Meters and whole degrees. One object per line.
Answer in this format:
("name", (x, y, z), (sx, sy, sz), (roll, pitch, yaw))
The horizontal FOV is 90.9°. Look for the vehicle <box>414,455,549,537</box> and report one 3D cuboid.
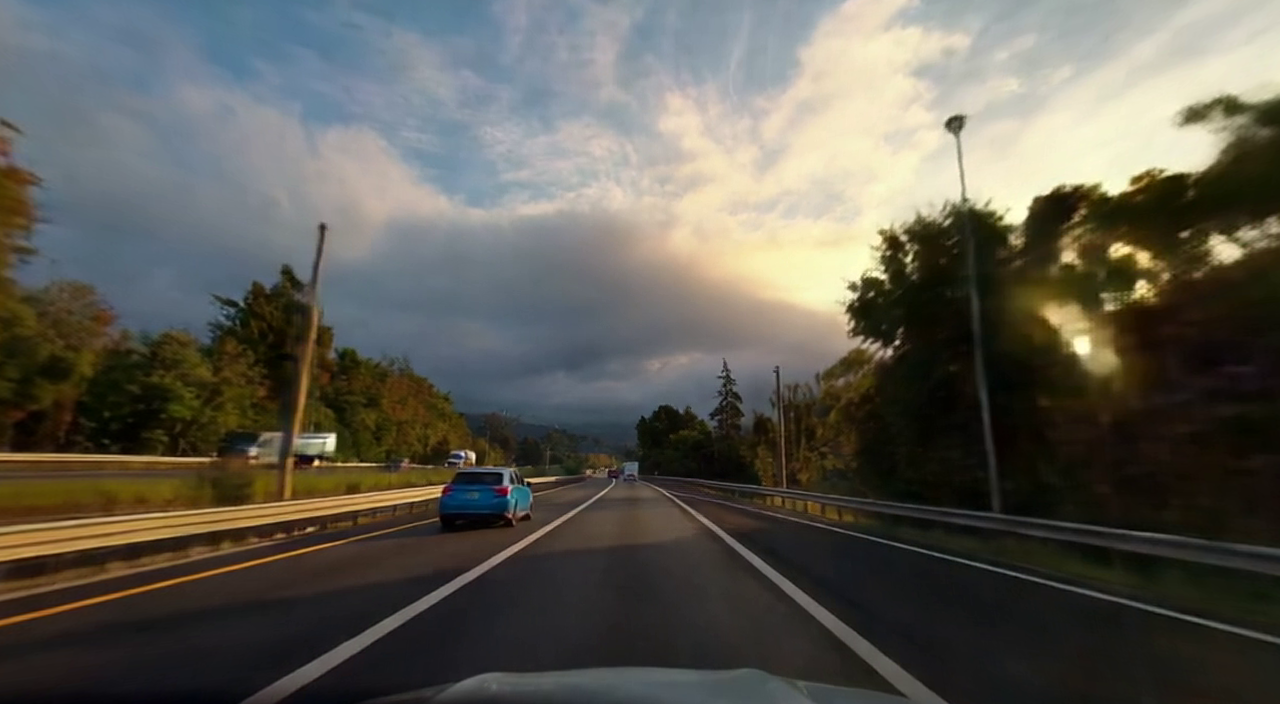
("vehicle", (-3.436, 3.239, 14.625), (1.967, 1.556, 4.364), (1, -10, 0))
